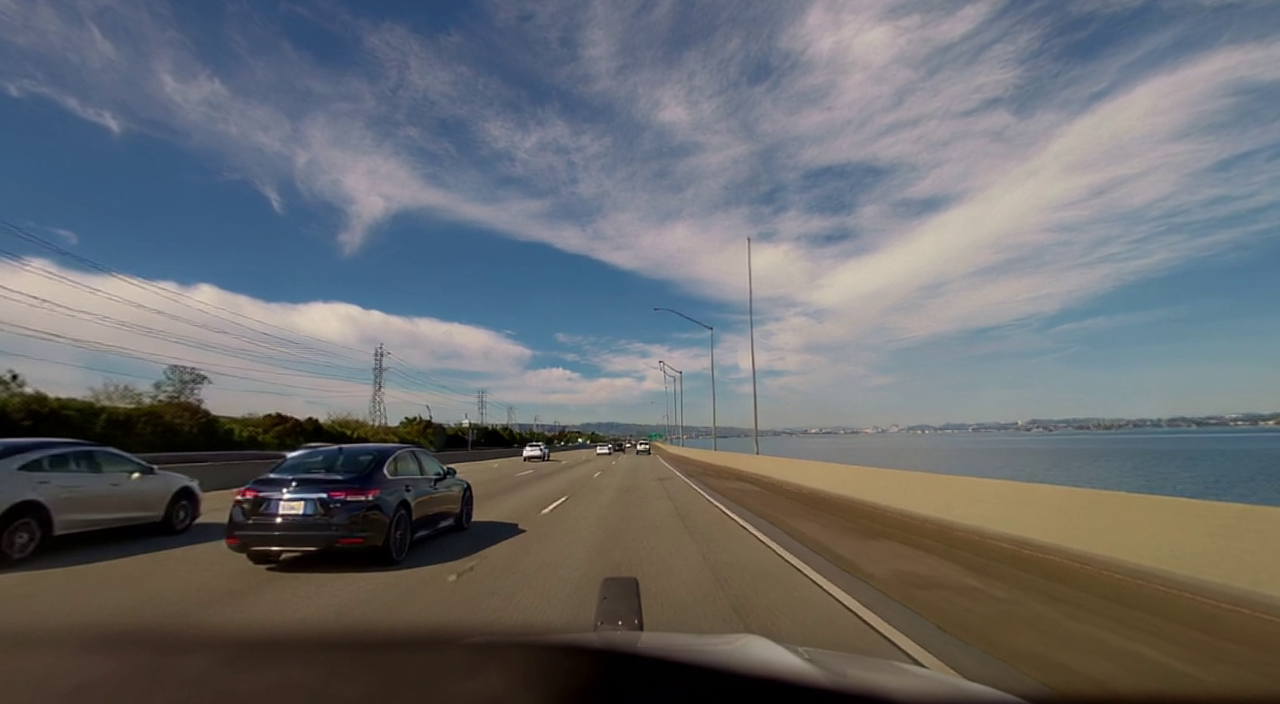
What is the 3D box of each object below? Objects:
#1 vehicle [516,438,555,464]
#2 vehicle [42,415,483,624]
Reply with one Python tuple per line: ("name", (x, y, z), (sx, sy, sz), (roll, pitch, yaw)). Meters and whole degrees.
("vehicle", (-7.405, 7.053, 45.155), (2.050, 1.717, 4.418), (0, -8, 0))
("vehicle", (-3.316, 1.549, 6.887), (2.015, 1.501, 4.454), (0, -8, 1))
